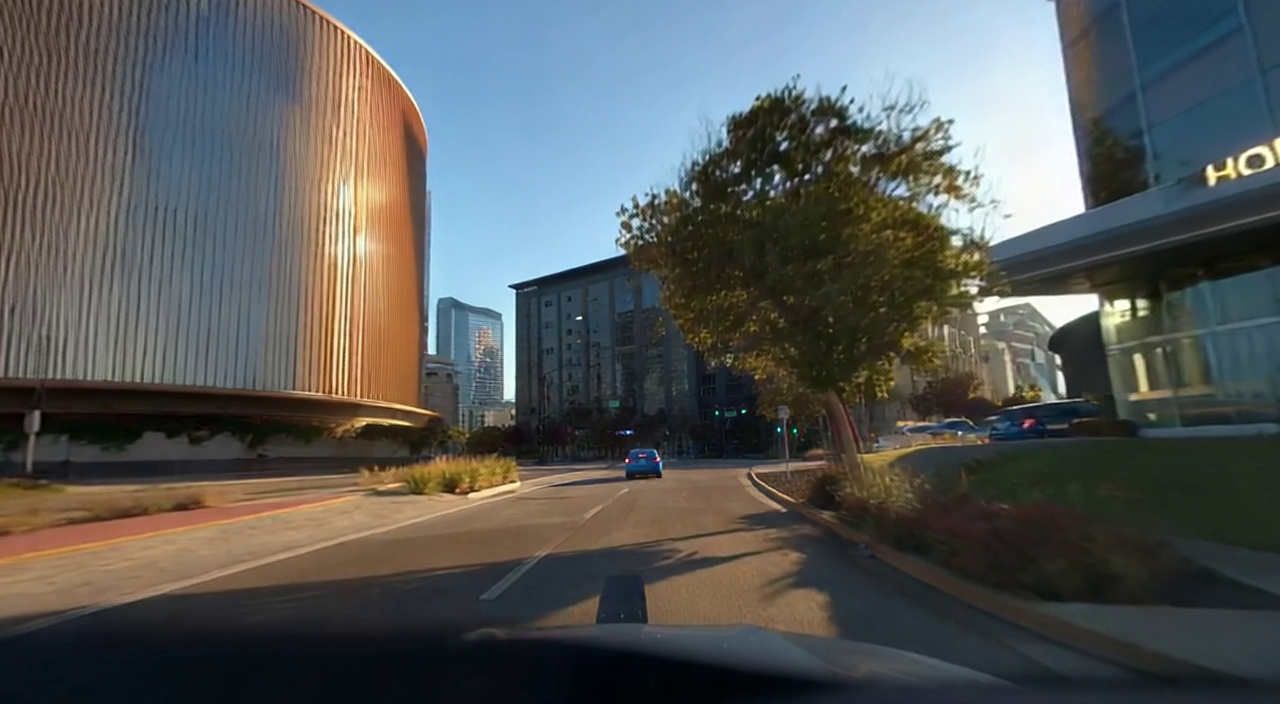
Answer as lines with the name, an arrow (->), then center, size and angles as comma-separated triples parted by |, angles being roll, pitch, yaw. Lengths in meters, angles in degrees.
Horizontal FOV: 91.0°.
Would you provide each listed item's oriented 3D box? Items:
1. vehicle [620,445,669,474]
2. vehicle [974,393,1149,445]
vehicle -> 0.335, 6.030, 35.543 | 1.971, 1.486, 4.380 | -2, -9, 11
vehicle -> 14.653, 2.402, 22.139 | 4.586, 1.716, 1.992 | -1, -9, 5
